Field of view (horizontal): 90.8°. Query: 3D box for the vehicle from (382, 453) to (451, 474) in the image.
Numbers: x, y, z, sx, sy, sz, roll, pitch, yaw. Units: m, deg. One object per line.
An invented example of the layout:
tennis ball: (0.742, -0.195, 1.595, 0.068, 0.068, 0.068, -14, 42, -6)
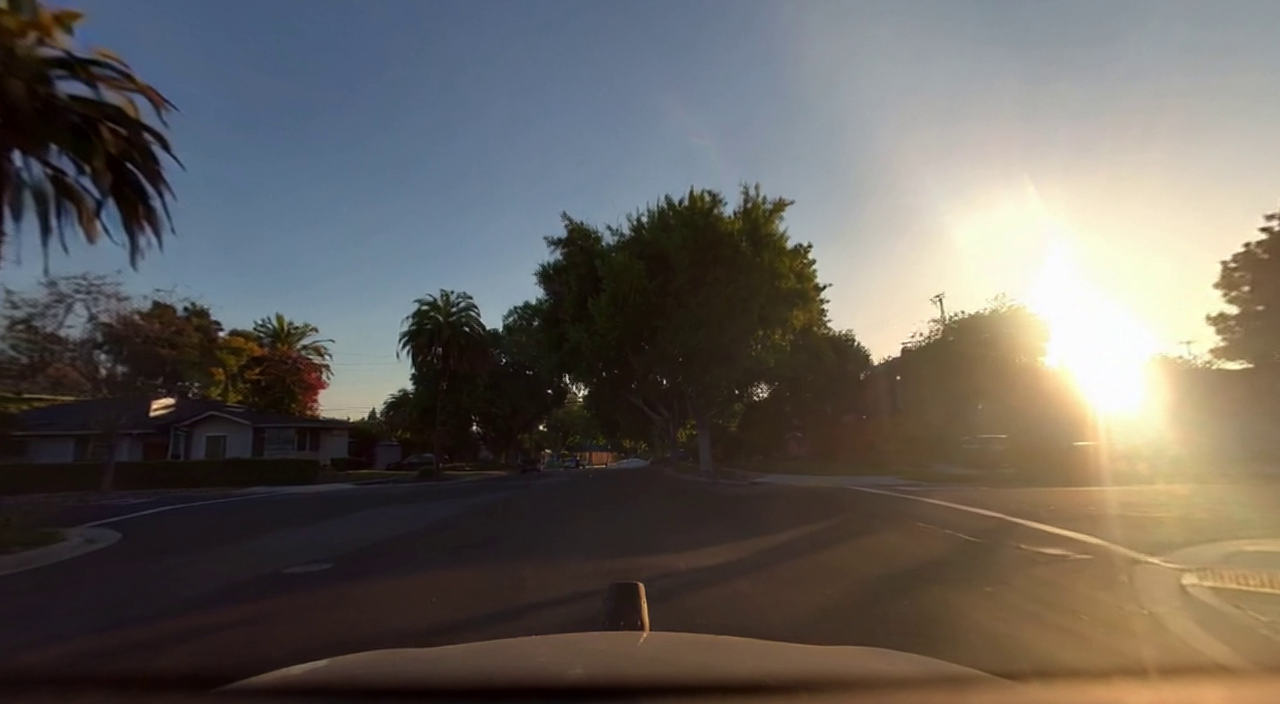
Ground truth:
vehicle: (-16.452, 8.227, 46.671, 4.358, 1.516, 2.077, 1, -9, -4)
